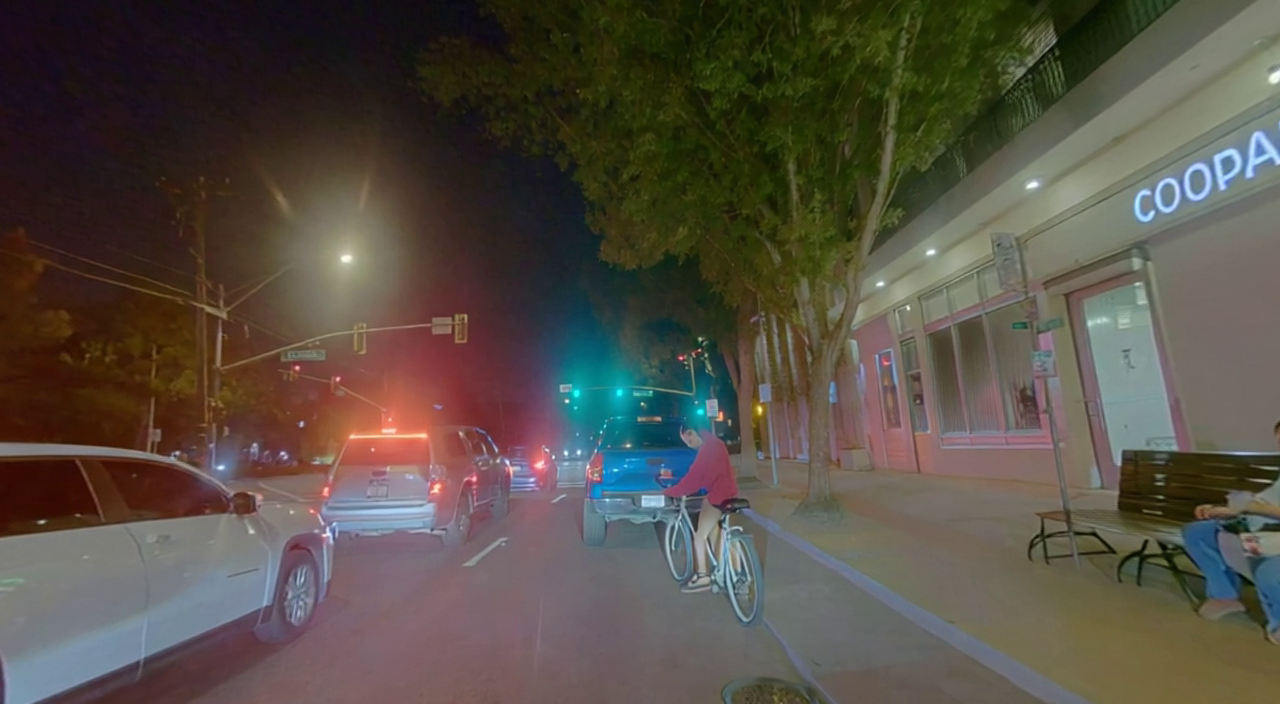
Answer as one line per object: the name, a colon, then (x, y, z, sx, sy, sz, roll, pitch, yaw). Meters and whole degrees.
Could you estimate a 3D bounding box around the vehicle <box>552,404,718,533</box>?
vehicle: (-0.117, 2.086, 11.855, 2.426, 1.882, 5.027, 0, -9, -1)

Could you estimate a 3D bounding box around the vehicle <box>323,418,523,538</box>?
vehicle: (-3.611, 2.199, 11.596, 2.046, 1.750, 4.452, 0, -9, 0)

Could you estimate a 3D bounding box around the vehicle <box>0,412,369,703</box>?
vehicle: (-3.563, 1.171, 3.686, 2.064, 1.486, 4.140, 0, -9, 1)
